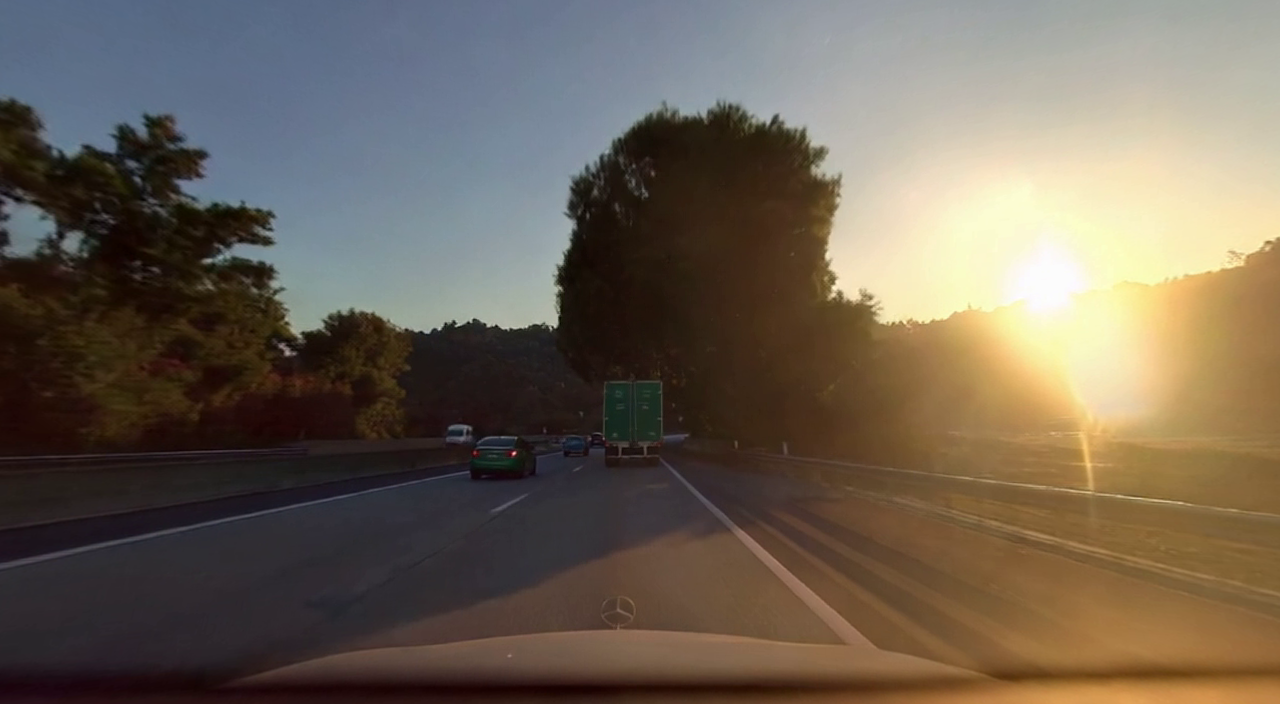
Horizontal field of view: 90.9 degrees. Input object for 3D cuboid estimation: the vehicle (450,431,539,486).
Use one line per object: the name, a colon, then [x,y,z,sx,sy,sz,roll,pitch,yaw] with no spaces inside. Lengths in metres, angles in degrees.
vehicle: [-4.435,3.289,19.826,1.909,1.520,3.897,0,-8,0]

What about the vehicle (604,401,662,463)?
vehicle: [-0.272,3.283,25.964,2.319,2.461,1.270,0,-8,0]
